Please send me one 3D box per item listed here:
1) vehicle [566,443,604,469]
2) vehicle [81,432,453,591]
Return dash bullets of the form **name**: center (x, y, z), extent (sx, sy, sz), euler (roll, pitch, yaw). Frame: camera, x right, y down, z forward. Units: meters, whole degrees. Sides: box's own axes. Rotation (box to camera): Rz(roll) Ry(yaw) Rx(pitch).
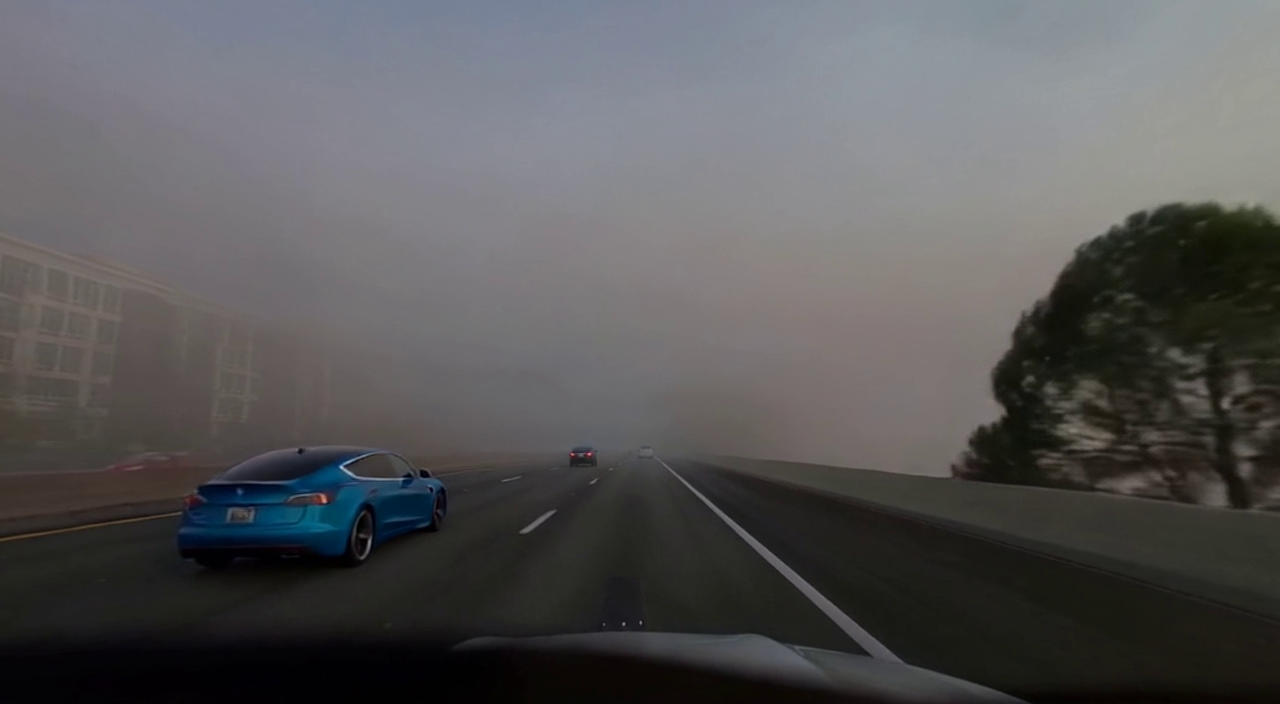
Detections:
- **vehicle**: center (-3.310, 6.355, 38.797), extent (1.926, 1.464, 4.186), euler (0, -8, 1)
- **vehicle**: center (-4.153, 1.818, 8.134), extent (2.083, 1.471, 4.350), euler (0, -8, 1)
